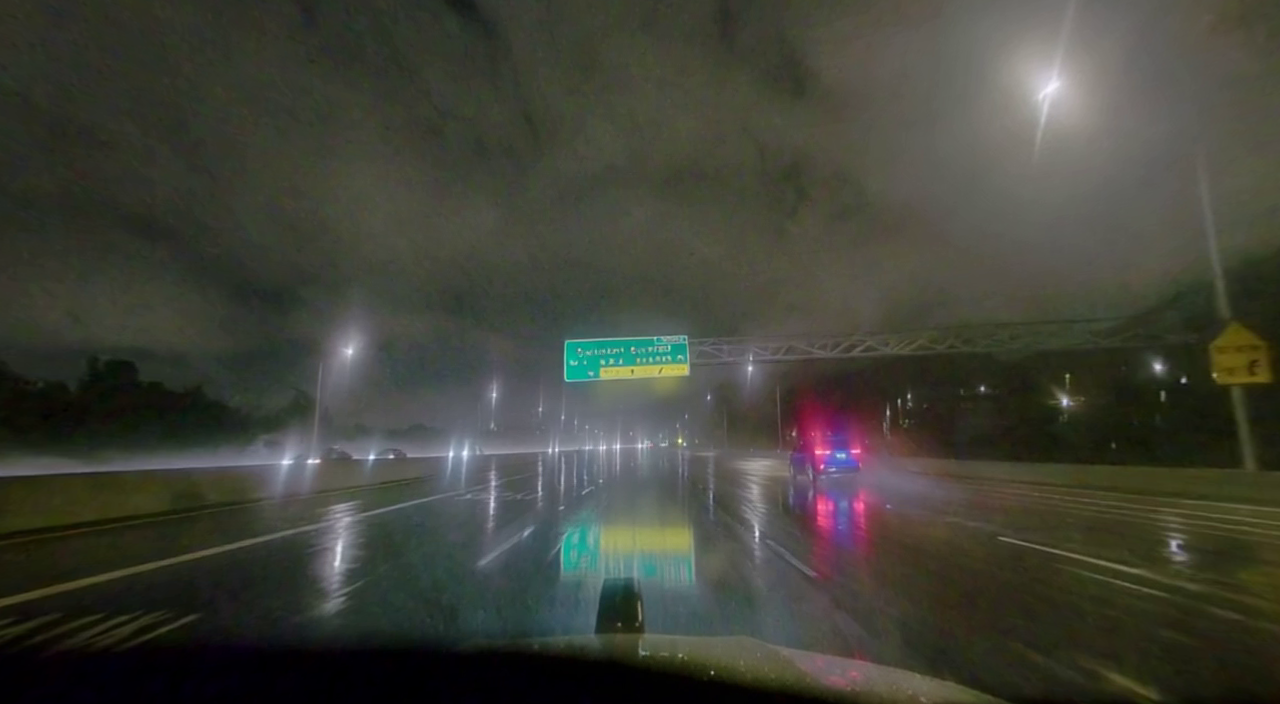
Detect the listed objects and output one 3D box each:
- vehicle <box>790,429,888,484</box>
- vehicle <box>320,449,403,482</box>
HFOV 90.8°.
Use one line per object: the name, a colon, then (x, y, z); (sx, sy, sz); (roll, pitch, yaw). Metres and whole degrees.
vehicle: (7.535, 4.009, 24.449); (2.222, 1.899, 4.595); (0, -9, -1)
vehicle: (-13.514, 5.537, 31.012); (1.896, 1.470, 4.544); (0, -9, 2)
